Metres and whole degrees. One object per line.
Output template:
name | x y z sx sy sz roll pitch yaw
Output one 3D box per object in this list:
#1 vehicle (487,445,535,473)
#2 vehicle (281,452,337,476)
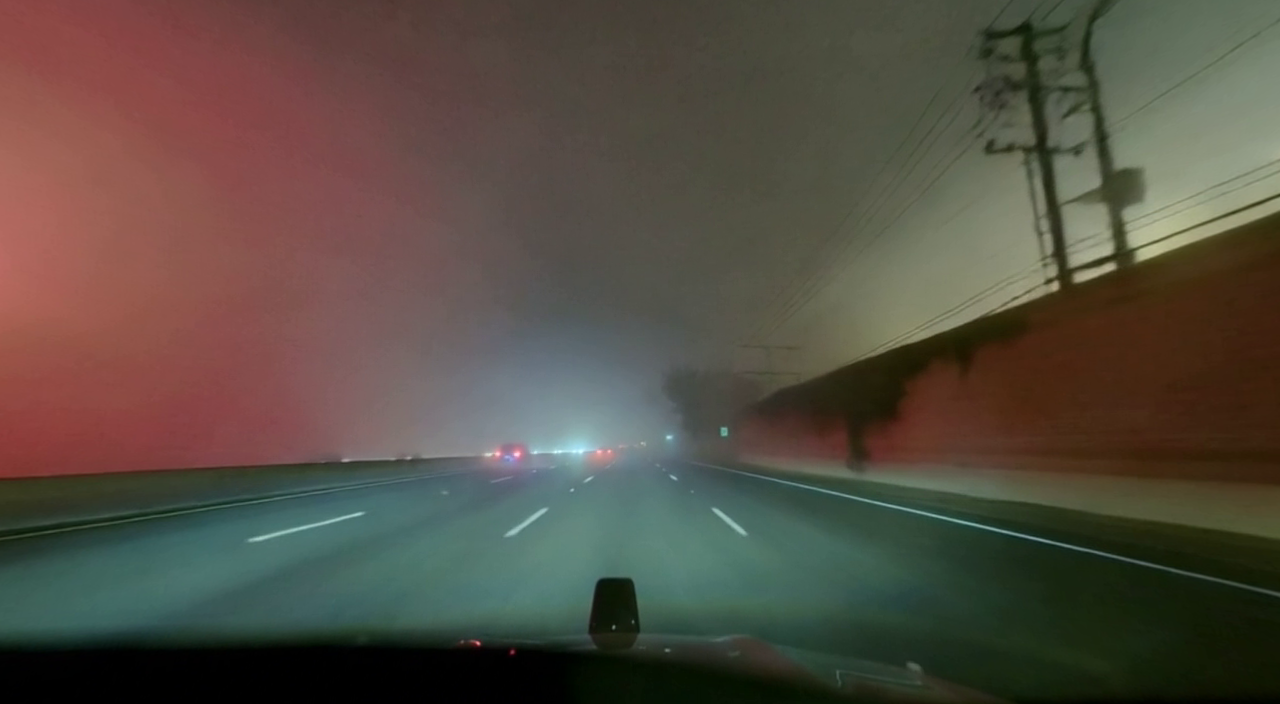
vehicle | -7.725 6.402 38.149 2.013 1.574 3.923 0 -8 0
vehicle | -25.778 8.723 49.399 1.942 1.662 4.631 0 -8 -1
